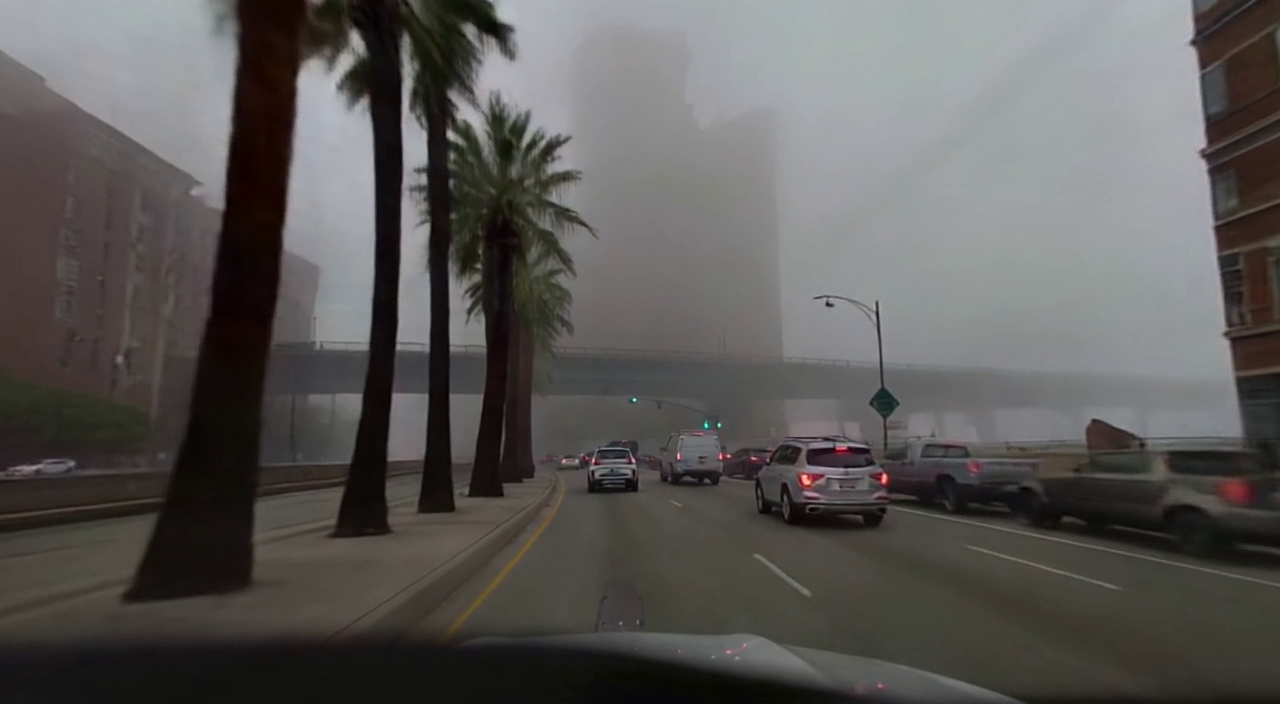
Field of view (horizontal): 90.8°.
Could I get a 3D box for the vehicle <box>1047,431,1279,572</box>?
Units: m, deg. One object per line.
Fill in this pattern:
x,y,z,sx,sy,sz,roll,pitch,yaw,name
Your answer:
7.802,1.743,7.778,2.209,1.480,4.725,0,-9,-4,vehicle

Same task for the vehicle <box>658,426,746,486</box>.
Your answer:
2.352,4.213,25.800,2.434,2.171,5.098,1,-9,-8,vehicle

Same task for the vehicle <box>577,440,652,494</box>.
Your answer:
-1.024,3.922,21.961,2.332,1.625,4.933,1,-9,-6,vehicle

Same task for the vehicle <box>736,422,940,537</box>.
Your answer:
3.298,2.223,11.637,2.151,1.695,4.258,0,-9,-3,vehicle
